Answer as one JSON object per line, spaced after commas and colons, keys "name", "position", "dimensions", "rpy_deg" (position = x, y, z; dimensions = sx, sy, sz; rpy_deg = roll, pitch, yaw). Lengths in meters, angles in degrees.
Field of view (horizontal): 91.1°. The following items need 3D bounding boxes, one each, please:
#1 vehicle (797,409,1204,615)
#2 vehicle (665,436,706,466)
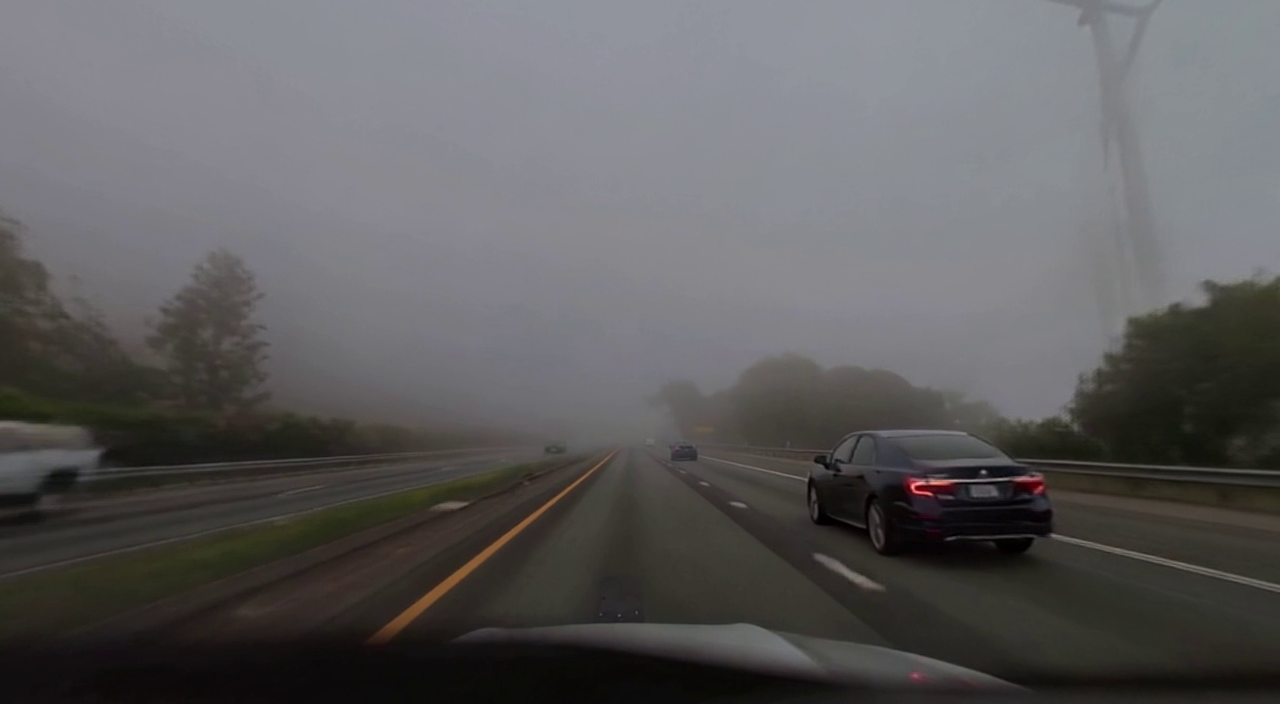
{"name": "vehicle", "position": [3.439, 1.572, 7.250], "dimensions": [2.038, 1.624, 4.312], "rpy_deg": [0, -8, -1]}
{"name": "vehicle", "position": [2.691, 5.972, 38.282], "dimensions": [2.066, 1.661, 4.500], "rpy_deg": [0, -8, -2]}
